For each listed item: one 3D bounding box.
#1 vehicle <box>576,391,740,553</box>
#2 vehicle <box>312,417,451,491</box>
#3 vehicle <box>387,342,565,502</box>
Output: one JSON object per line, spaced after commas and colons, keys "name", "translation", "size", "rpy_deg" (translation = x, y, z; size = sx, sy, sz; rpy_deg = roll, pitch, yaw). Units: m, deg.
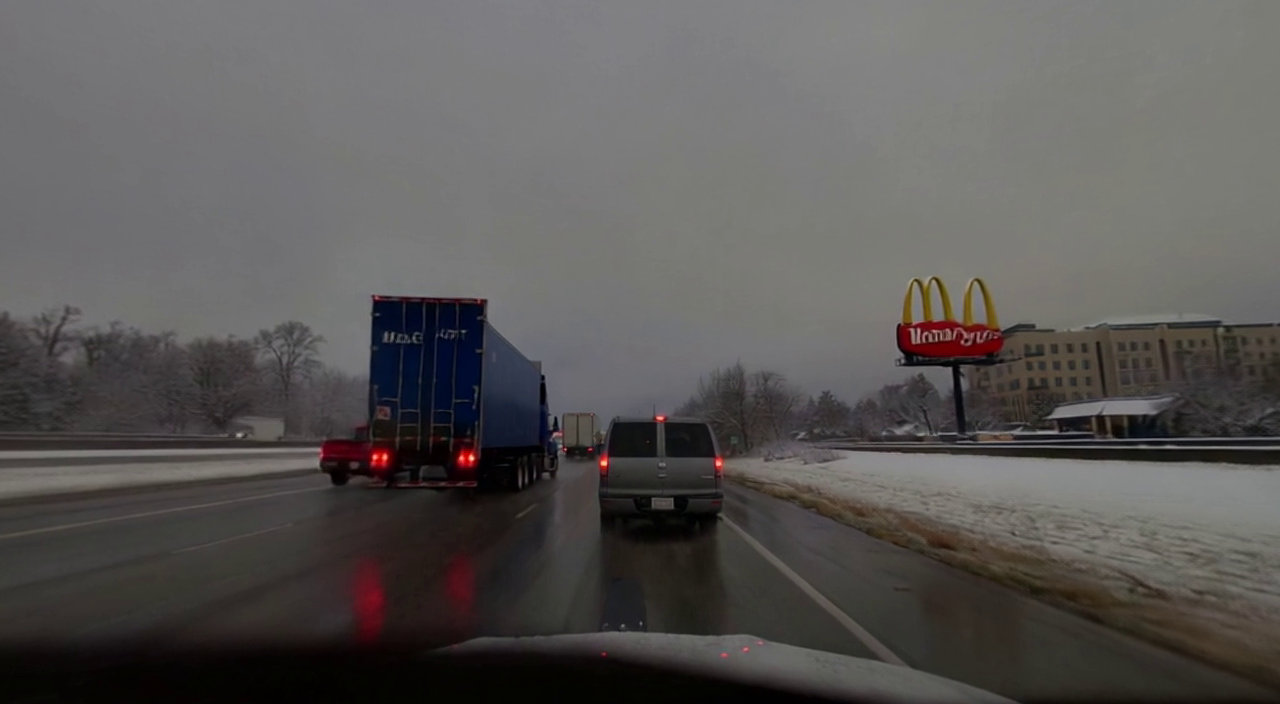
{"name": "vehicle", "translation": [0.125, 1.727, 9.595], "size": [1.947, 1.910, 4.040], "rpy_deg": [0, -9, -3]}
{"name": "vehicle", "translation": [-8.049, 3.257, 20.401], "size": [2.218, 2.047, 5.586], "rpy_deg": [0, -9, -1]}
{"name": "vehicle", "translation": [-4.076, 2.160, 18.127], "size": [2.814, 3.513, 8.529], "rpy_deg": [0, -9, 0]}
